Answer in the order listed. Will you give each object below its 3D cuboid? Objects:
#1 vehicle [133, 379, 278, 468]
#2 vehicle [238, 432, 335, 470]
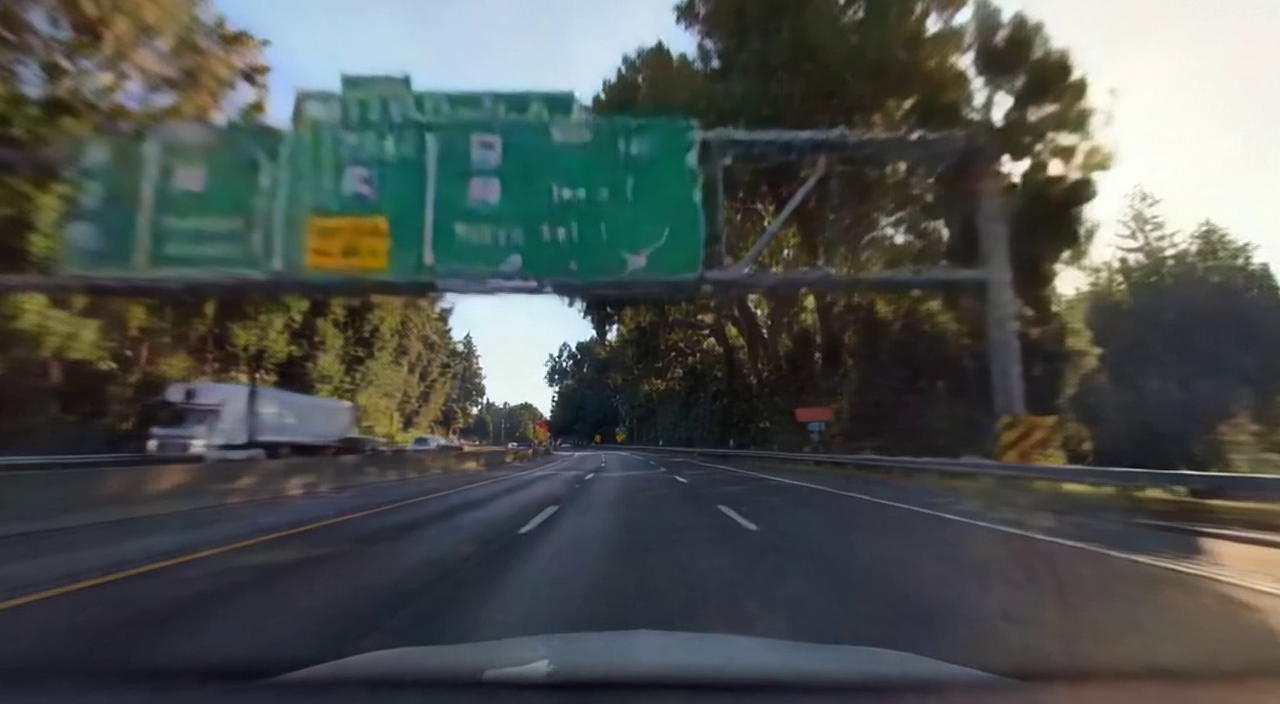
[{"bbox_3d":[-21.446,3.671,31.607,2.989,4.011,5.907,0,-9,-2],"label":"vehicle"},{"bbox_3d":[-16.354,4.626,29.445,2.001,1.638,4.475,0,-9,-1],"label":"vehicle"}]
